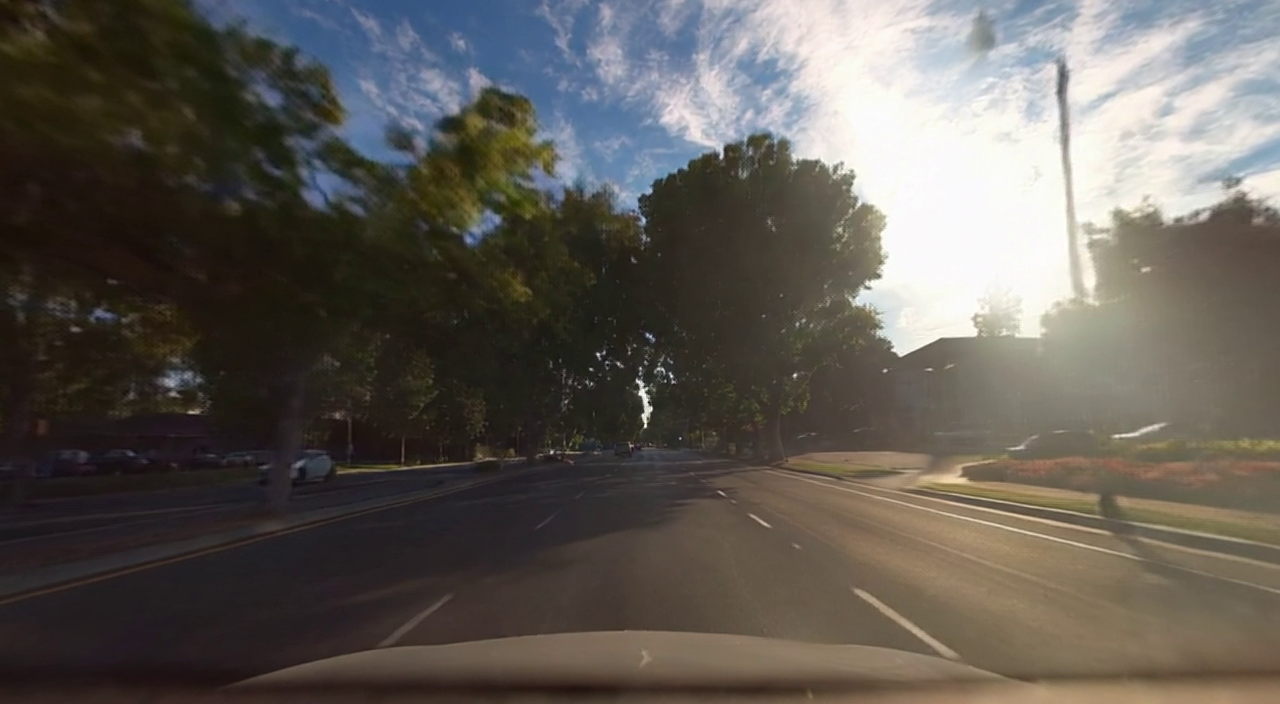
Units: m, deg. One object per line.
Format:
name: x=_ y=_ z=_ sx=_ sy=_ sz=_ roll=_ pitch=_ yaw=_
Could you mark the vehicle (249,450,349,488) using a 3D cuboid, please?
vehicle: x=-16.353 y=5.619 z=30.533 sx=2.168 sy=1.634 sz=4.610 roll=0 pitch=-8 yaw=2
